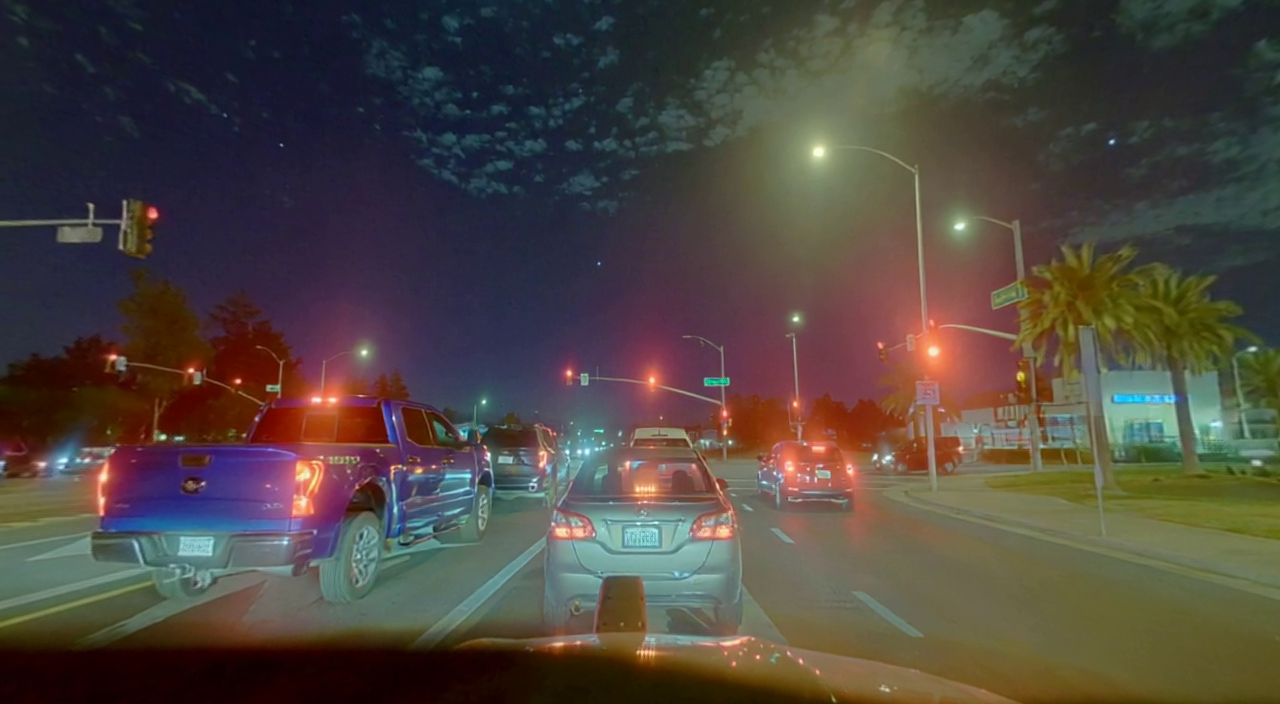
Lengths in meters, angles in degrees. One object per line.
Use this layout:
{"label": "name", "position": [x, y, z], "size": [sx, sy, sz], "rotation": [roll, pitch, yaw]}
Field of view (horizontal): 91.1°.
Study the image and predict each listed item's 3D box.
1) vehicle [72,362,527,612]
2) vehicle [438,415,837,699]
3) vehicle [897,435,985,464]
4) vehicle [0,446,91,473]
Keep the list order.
{"label": "vehicle", "position": [-3.243, 1.480, 7.895], "size": [2.330, 1.969, 5.626], "rotation": [-1, -8, 3]}
{"label": "vehicle", "position": [0.012, 1.404, 5.500], "size": [2.122, 1.501, 4.152], "rotation": [0, -8, 1]}
{"label": "vehicle", "position": [18.771, 6.090, 39.294], "size": [4.466, 1.717, 1.963], "rotation": [0, -8, 2]}
{"label": "vehicle", "position": [-37.152, 6.629, 38.829], "size": [4.576, 1.617, 1.937], "rotation": [0, -8, 2]}
